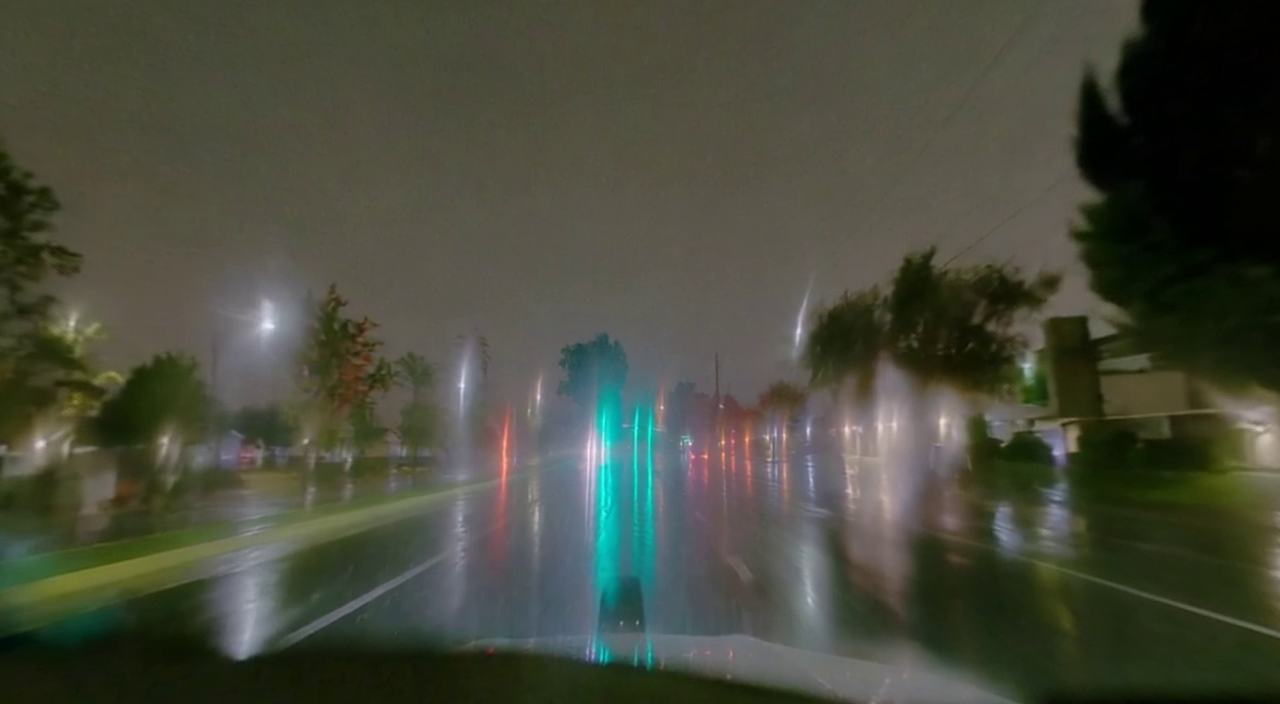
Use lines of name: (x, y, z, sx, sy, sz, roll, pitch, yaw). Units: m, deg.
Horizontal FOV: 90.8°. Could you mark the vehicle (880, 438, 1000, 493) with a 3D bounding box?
vehicle: (10.312, 3.922, 22.191, 2.044, 1.705, 4.668, 0, -9, 2)
